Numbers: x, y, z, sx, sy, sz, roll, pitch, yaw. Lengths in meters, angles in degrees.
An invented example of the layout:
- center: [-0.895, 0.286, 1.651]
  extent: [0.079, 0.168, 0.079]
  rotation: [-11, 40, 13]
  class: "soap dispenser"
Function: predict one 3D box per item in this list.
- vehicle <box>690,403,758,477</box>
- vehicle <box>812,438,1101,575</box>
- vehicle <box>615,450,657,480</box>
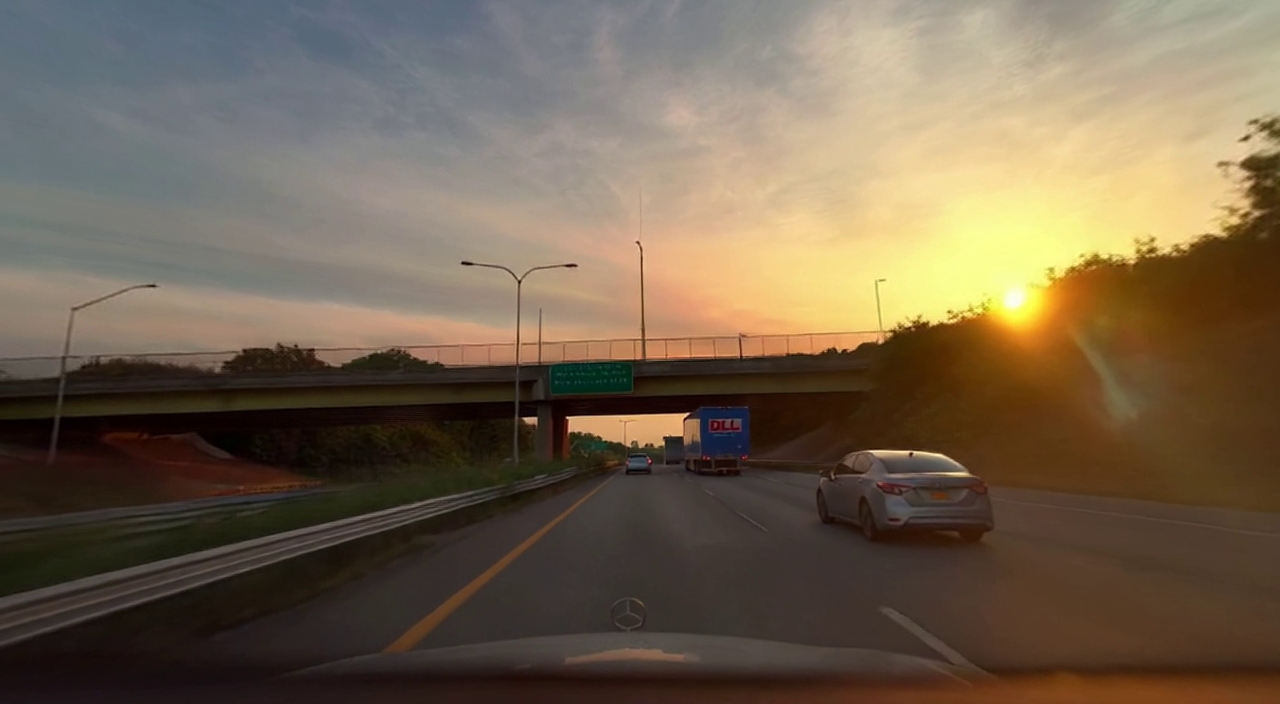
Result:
- center: [4.863, 5.382, 38.251]
  extent: [2.838, 3.985, 8.010]
  rotation: [0, -9, -1]
  class: "vehicle"
- center: [4.009, 1.998, 8.958]
  extent: [1.894, 1.452, 4.164]
  rotation: [0, -9, 0]
  class: "vehicle"
- center: [-0.231, 5.854, 32.887]
  extent: [2.055, 1.445, 3.661]
  rotation: [0, -9, 0]
  class: "vehicle"
